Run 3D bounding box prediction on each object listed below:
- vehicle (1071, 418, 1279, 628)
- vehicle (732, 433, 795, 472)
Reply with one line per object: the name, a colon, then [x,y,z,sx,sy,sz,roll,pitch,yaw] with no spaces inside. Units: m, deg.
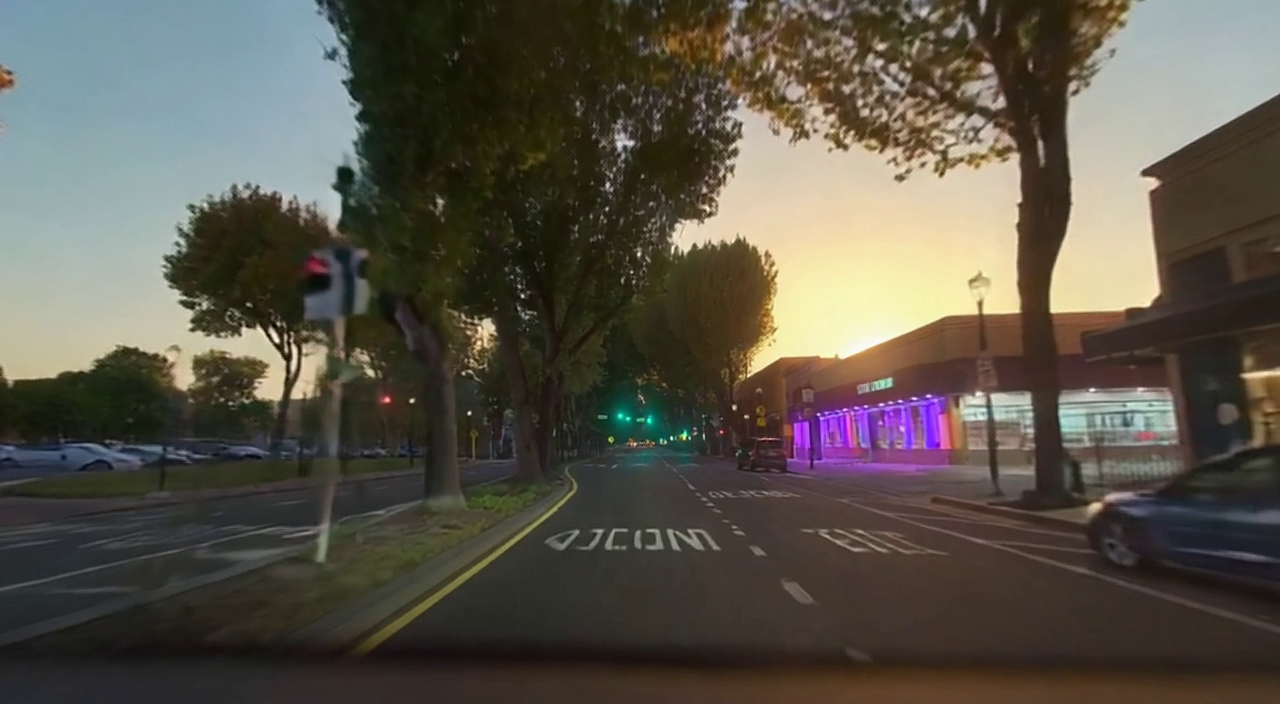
vehicle: [5.787,1.229,4.385,2.088,1.543,4.964,0,-8,1]
vehicle: [6.412,5.279,33.324,2.112,1.894,4.910,0,-8,-3]
